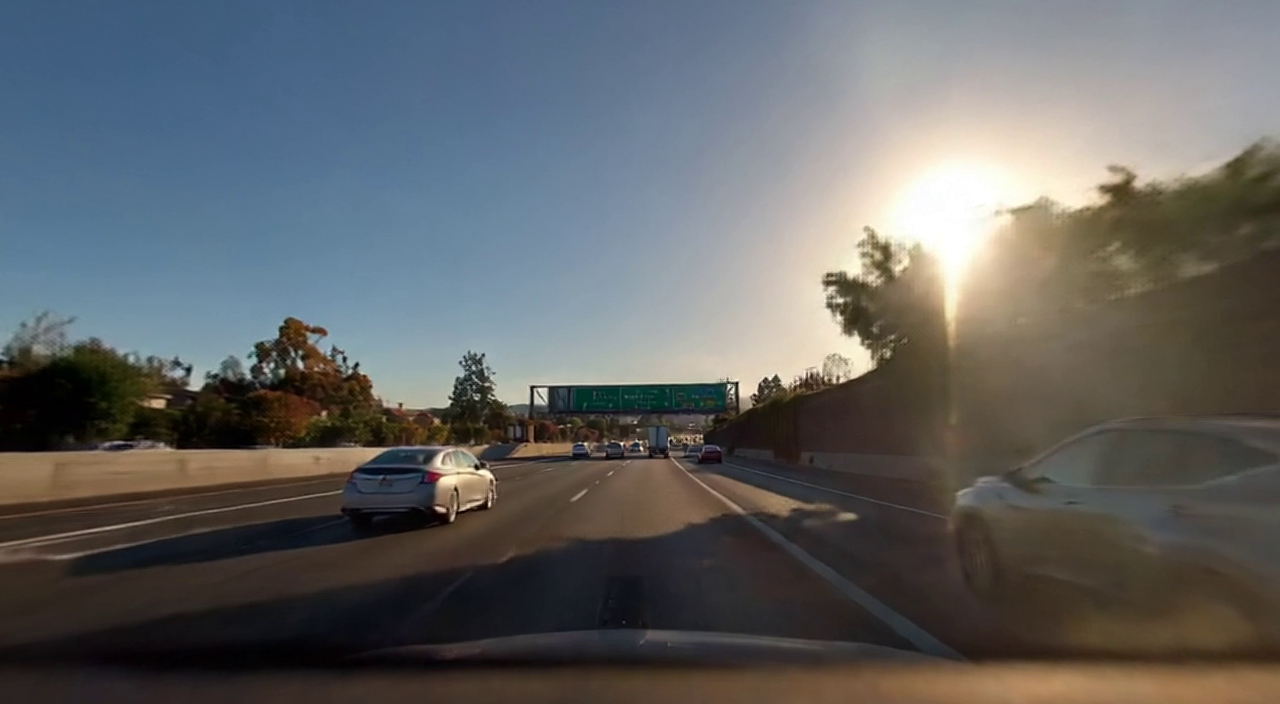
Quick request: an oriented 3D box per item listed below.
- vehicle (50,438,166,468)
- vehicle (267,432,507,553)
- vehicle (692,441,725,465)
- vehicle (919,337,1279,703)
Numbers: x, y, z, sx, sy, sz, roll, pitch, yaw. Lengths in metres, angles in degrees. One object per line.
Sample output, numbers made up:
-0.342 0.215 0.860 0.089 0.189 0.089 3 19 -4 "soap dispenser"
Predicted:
-31.627 6.025 37.626 1.889 1.619 5.621 -1 -9 2 "vehicle"
-3.596 2.060 9.912 1.947 1.479 4.114 0 -8 2 "vehicle"
5.000 7.454 46.362 2.046 1.655 4.143 0 -9 2 "vehicle"
3.649 0.937 3.434 2.108 1.709 4.703 0 -8 1 "vehicle"
